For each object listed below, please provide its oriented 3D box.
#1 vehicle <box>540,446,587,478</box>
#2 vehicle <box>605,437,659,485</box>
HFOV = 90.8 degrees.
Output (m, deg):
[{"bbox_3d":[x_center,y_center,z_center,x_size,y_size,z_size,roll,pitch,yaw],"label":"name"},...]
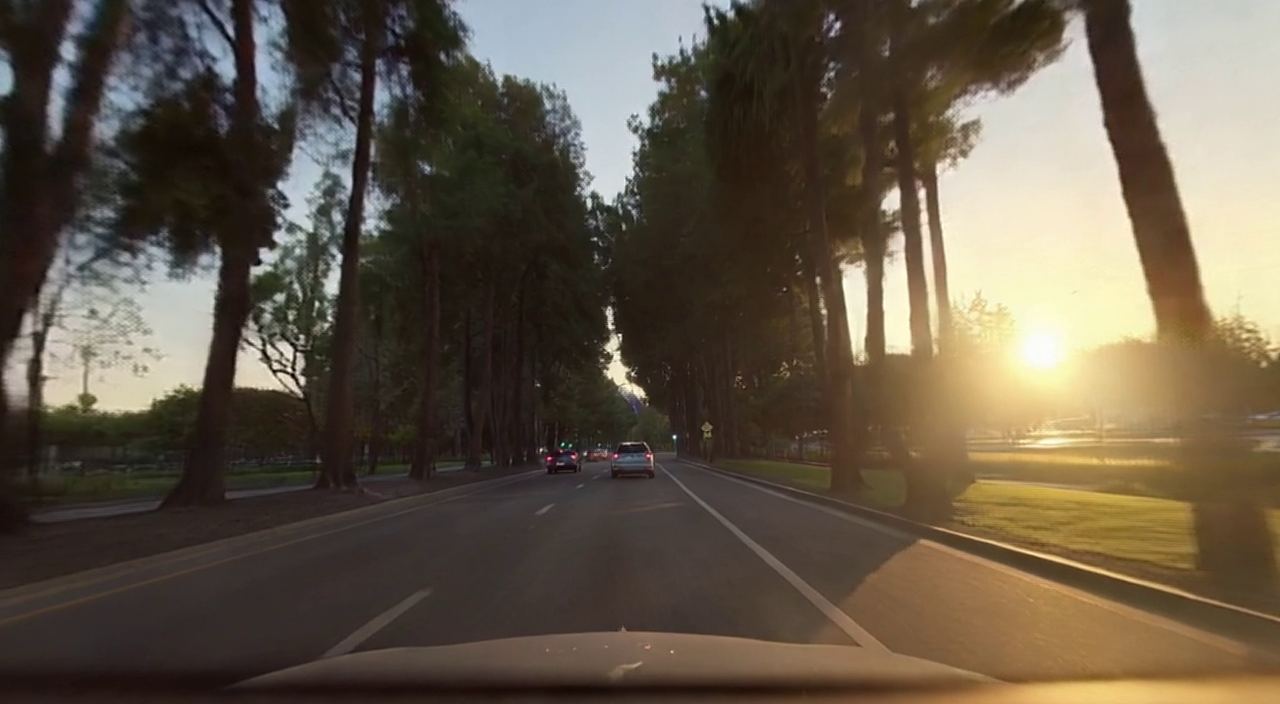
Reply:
[{"bbox_3d":[-3.983,5.821,33.717,1.936,1.538,4.016,0,-8,1],"label":"vehicle"},{"bbox_3d":[-0.305,4.382,25.668,2.018,1.769,3.897,0,-8,0],"label":"vehicle"}]
